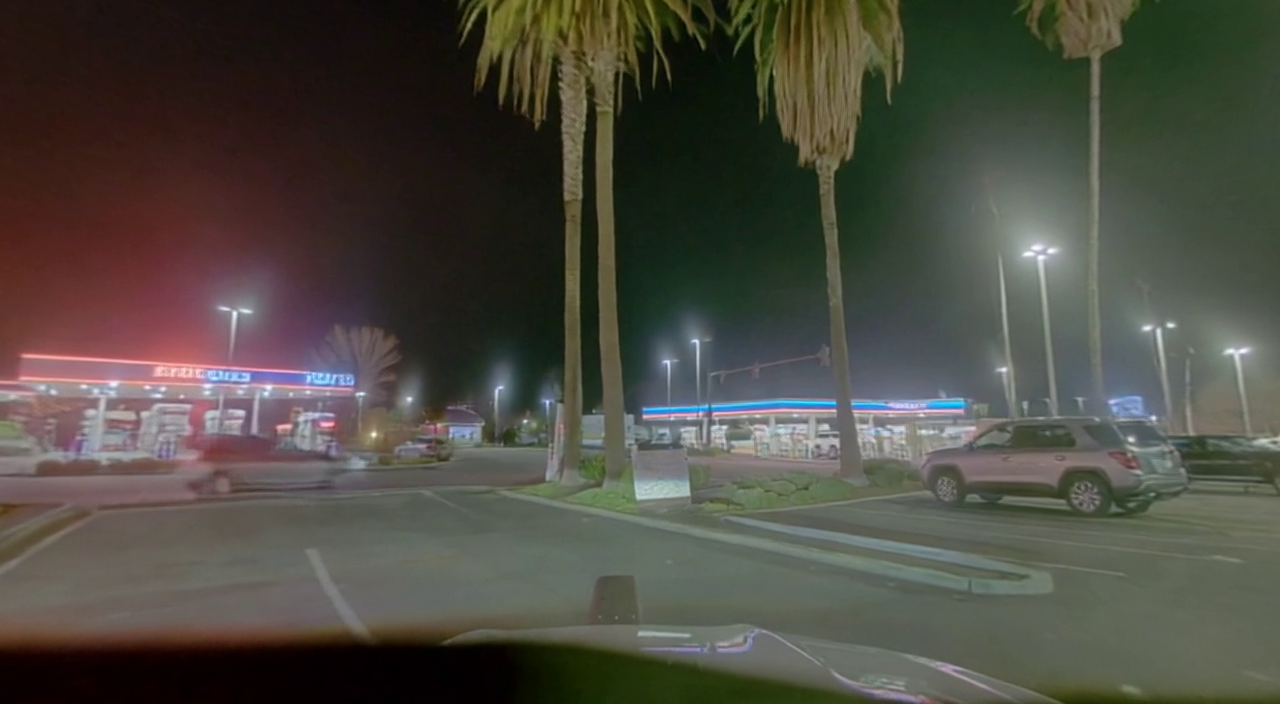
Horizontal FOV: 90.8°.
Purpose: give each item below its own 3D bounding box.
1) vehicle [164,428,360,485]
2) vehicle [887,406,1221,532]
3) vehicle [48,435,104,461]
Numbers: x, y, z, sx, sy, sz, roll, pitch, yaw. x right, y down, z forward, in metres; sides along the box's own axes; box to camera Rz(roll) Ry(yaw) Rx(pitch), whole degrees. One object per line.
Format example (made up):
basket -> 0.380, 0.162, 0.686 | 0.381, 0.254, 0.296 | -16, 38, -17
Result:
vehicle -> -11.160, 3.079, 18.889 | 4.758, 1.497, 1.856 | 6, -10, -34
vehicle -> 7.423, 2.090, 11.903 | 2.028, 1.850, 4.731 | 6, -10, -35
vehicle -> -34.082, 5.812, 38.257 | 1.901, 1.463, 3.948 | 5, -10, -33
